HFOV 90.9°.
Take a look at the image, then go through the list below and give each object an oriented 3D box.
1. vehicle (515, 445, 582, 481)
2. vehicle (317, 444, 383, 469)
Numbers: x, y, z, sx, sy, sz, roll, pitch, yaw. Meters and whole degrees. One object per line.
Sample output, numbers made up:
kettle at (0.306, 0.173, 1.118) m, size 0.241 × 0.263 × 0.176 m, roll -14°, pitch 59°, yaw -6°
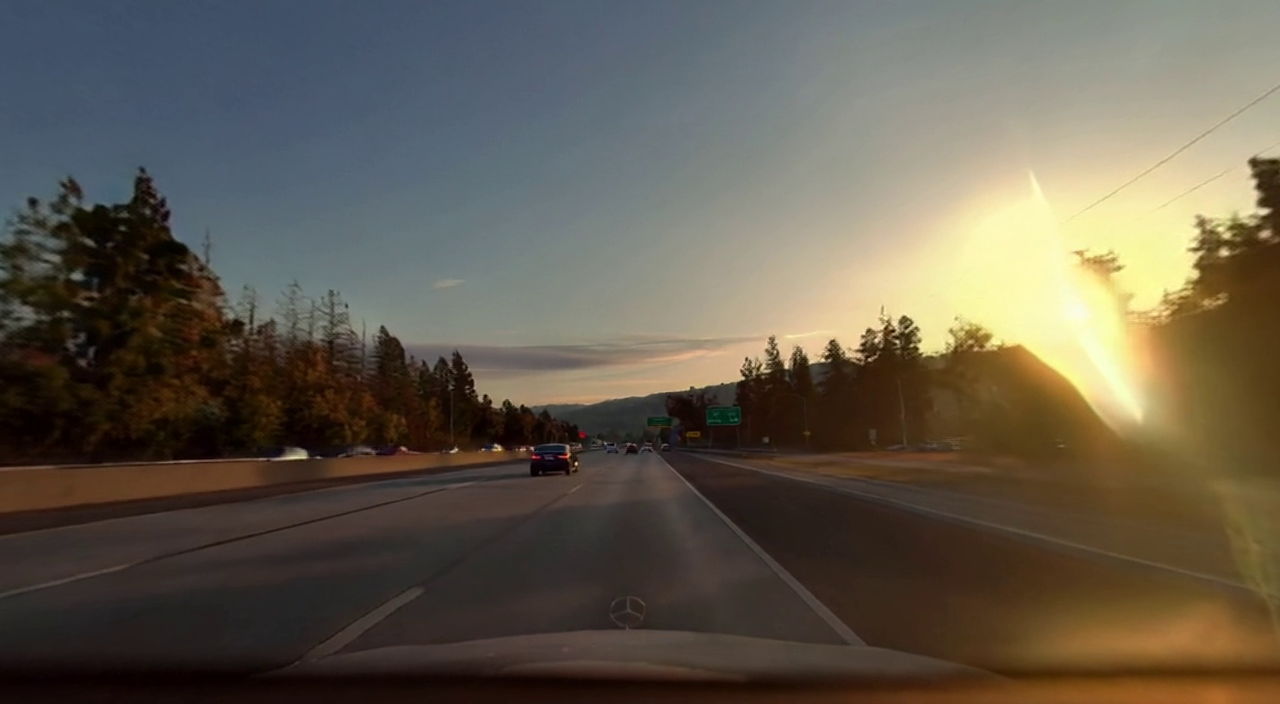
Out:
vehicle at (-3.748, 4.614, 26.595) m, size 2.048 × 1.368 × 4.613 m, roll 0°, pitch -9°, yaw 1°
vehicle at (-18.008, 6.494, 39.373) m, size 1.876 × 1.409 × 4.483 m, roll 0°, pitch -9°, yaw 1°
